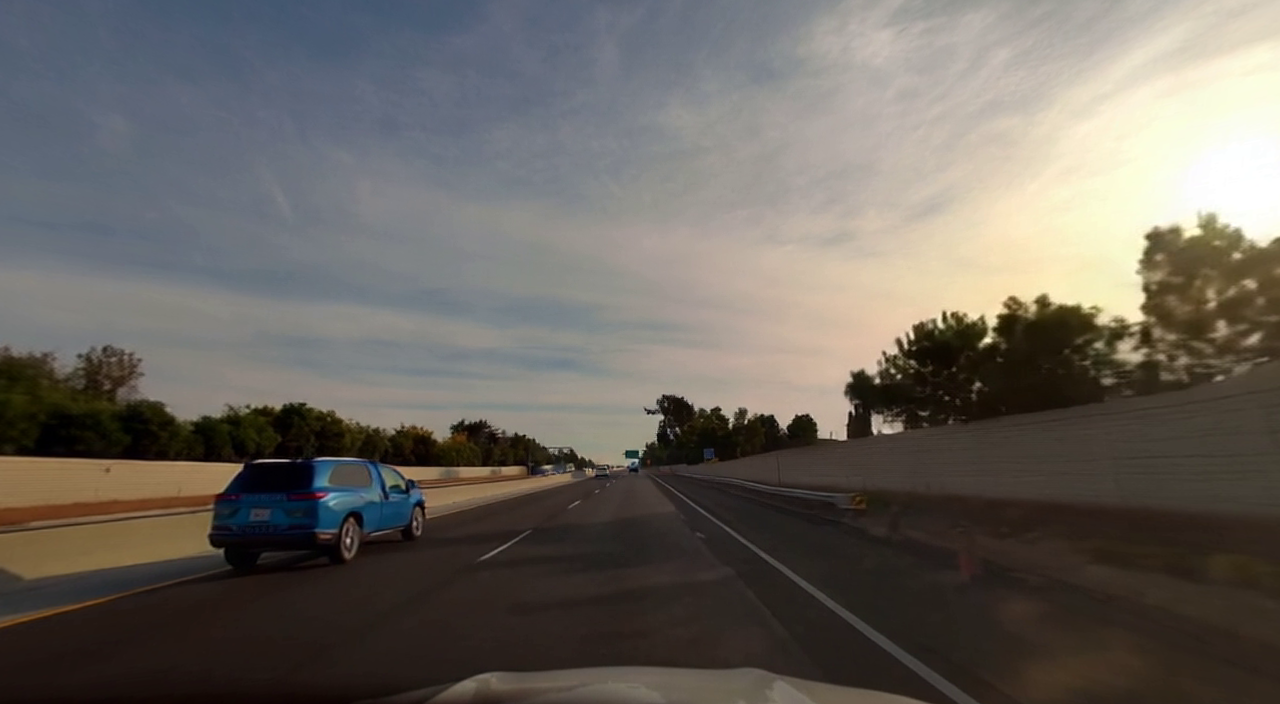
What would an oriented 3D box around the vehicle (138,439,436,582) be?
[{"bbox_3d":[-4.547,2.120,9.005,1.914,1.534,4.015,1,-10,0],"label":"vehicle"}]
